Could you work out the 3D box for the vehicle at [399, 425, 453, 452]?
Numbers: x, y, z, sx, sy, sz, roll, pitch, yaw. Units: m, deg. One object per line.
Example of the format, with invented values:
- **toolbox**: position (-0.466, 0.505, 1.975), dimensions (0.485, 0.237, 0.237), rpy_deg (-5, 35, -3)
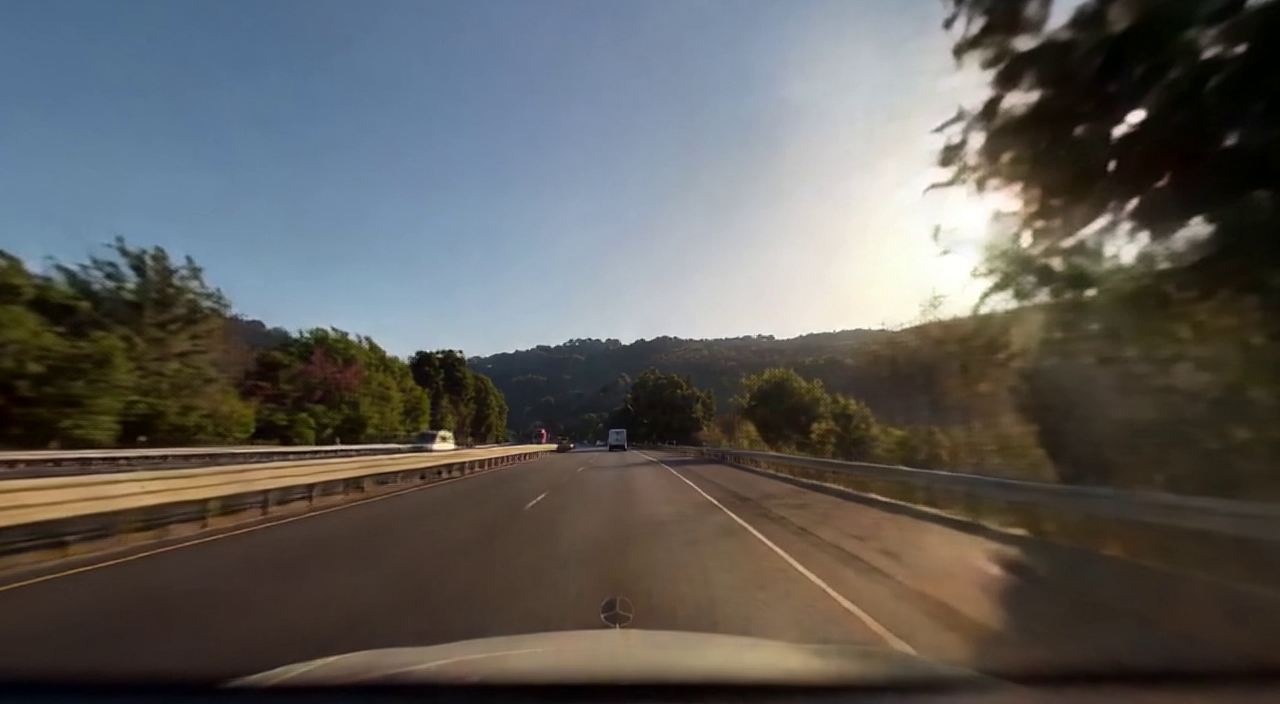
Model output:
- **vehicle**: position (-13.267, 5.438, 39.298), dimensions (1.954, 1.573, 4.356), rpy_deg (0, -8, -2)
